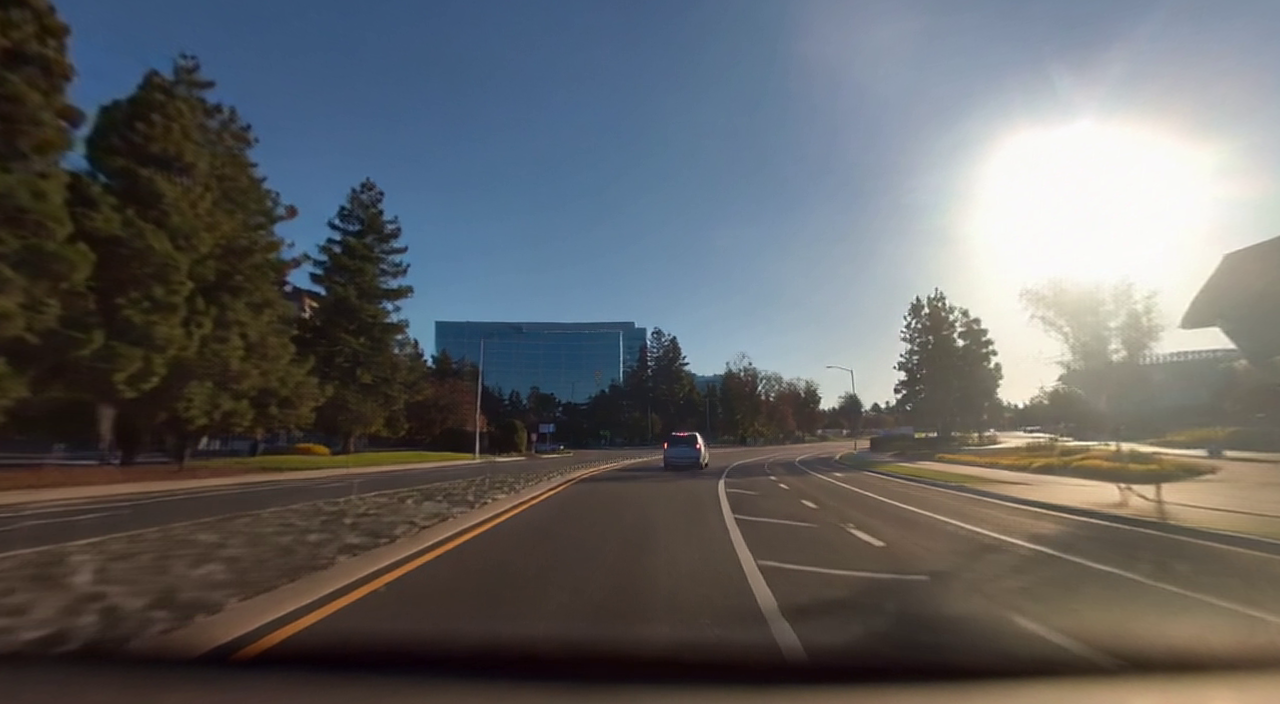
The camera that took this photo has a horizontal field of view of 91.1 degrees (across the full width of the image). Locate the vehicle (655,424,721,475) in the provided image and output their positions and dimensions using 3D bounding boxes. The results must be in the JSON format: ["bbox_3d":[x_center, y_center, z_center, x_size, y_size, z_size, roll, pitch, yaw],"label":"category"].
[{"bbox_3d":[2.183,4.145,26.979,2.371,1.926,5.615,-1,-8,9],"label":"vehicle"}]
